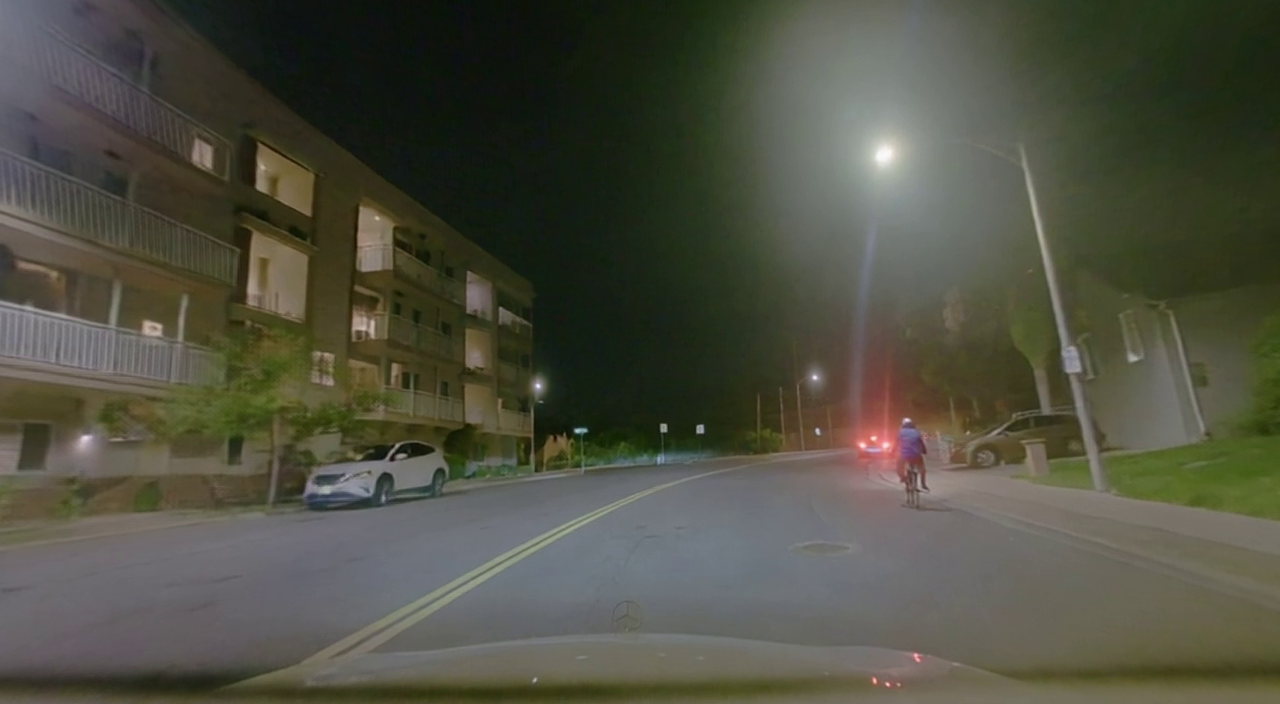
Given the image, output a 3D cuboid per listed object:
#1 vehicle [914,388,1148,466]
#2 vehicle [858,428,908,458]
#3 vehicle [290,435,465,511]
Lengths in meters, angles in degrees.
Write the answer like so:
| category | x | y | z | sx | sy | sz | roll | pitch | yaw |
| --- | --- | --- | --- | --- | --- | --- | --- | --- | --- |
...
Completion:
| category | x | y | z | sx | sy | sz | roll | pitch | yaw |
| --- | --- | --- | --- | --- | --- | --- | --- | --- | --- |
| vehicle | 12.893 | 2.621 | 21.450 | 6.099 | 1.973 | 2.450 | -7 | -9 | 14 |
| vehicle | 14.898 | 5.589 | 38.567 | 2.105 | 1.705 | 4.392 | -5 | -10 | 29 |
| vehicle | -6.536 | 3.044 | 16.426 | 1.937 | 1.670 | 4.391 | -2 | -9 | 13 |
